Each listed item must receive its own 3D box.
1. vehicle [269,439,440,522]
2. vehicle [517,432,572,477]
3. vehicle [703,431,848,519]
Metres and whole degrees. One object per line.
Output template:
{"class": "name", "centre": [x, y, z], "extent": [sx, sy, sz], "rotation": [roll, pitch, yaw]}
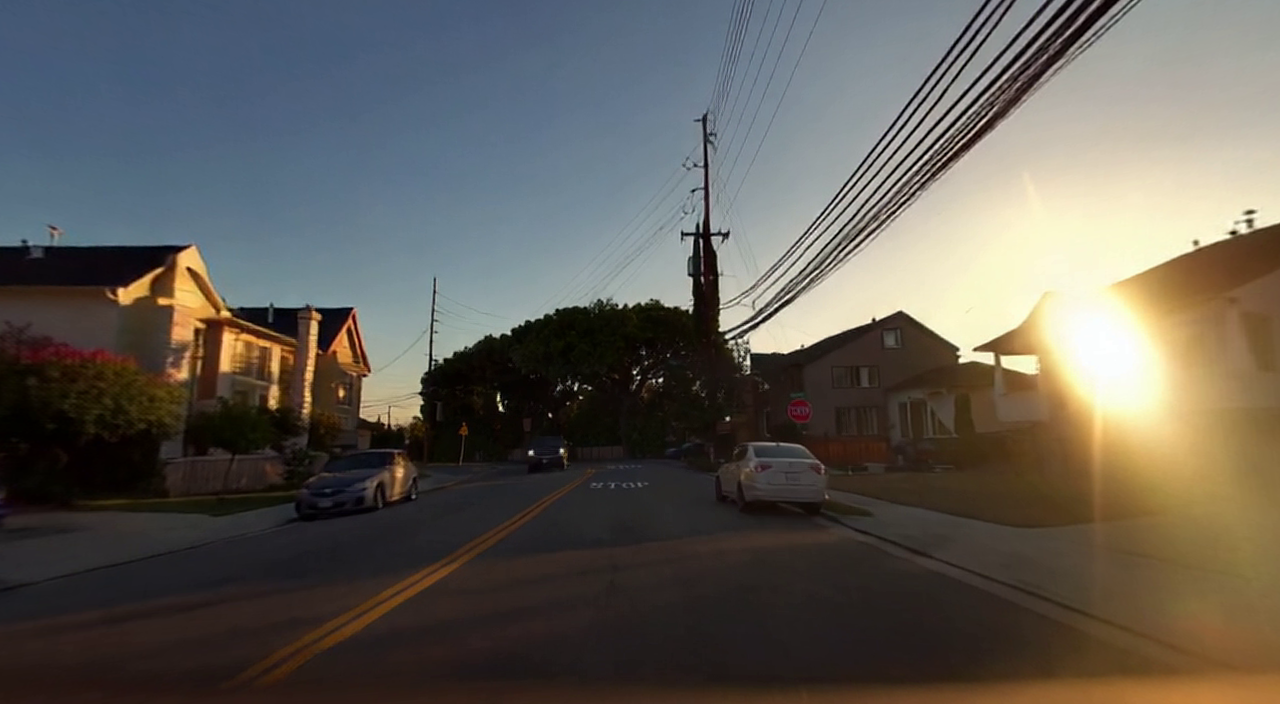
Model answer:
{"class": "vehicle", "centre": [-6.983, 3.129, 16.160], "extent": [2.156, 1.728, 4.619], "rotation": [-2, -8, 1]}
{"class": "vehicle", "centre": [-4.401, 4.799, 29.805], "extent": [2.277, 1.970, 4.512], "rotation": [1, -8, -5]}
{"class": "vehicle", "centre": [2.626, 2.514, 13.473], "extent": [2.080, 1.531, 4.415], "rotation": [0, -8, -1]}
